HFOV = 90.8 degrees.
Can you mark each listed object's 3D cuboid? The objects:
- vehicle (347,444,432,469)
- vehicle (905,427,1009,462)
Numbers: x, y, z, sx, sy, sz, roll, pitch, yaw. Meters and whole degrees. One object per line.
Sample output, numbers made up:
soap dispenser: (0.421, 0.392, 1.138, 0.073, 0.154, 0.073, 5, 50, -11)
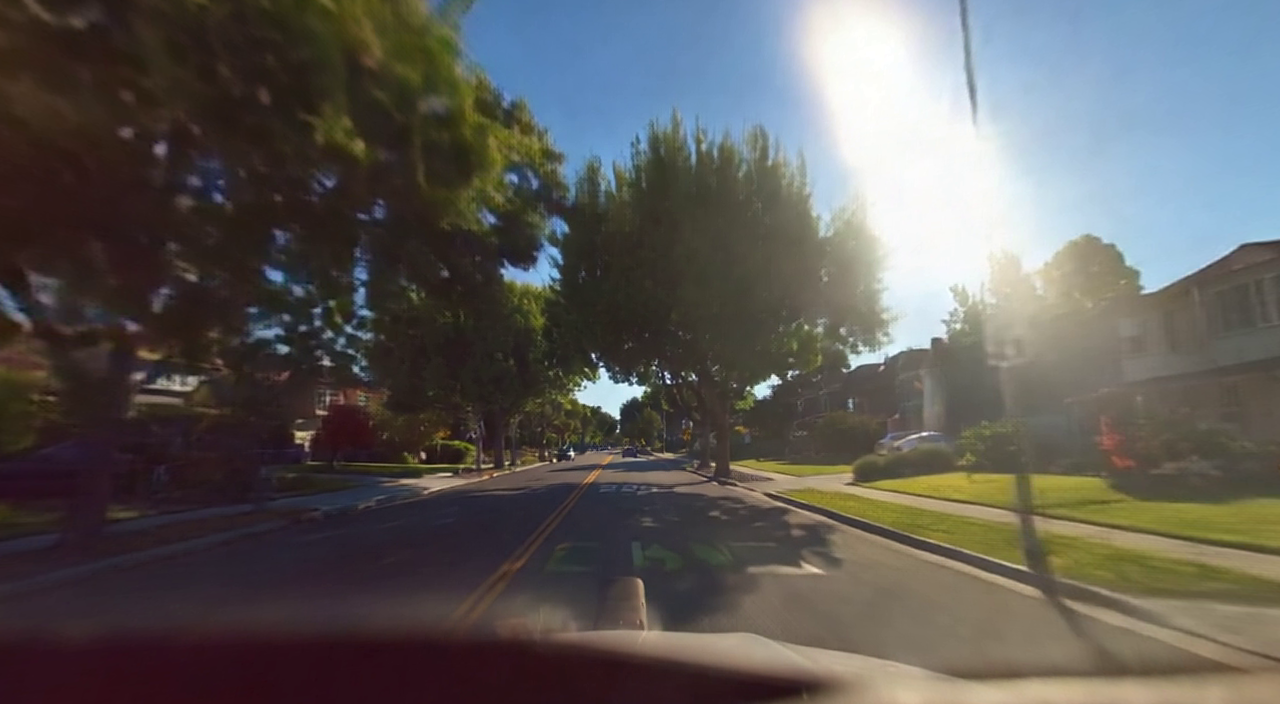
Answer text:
vehicle: (-15.309, 6.416, 38.782, 4.388, 1.449, 1.882, 0, -9, -2)
vehicle: (15.960, 4.667, 31.960, 4.198, 1.697, 1.984, 1, -9, -5)
